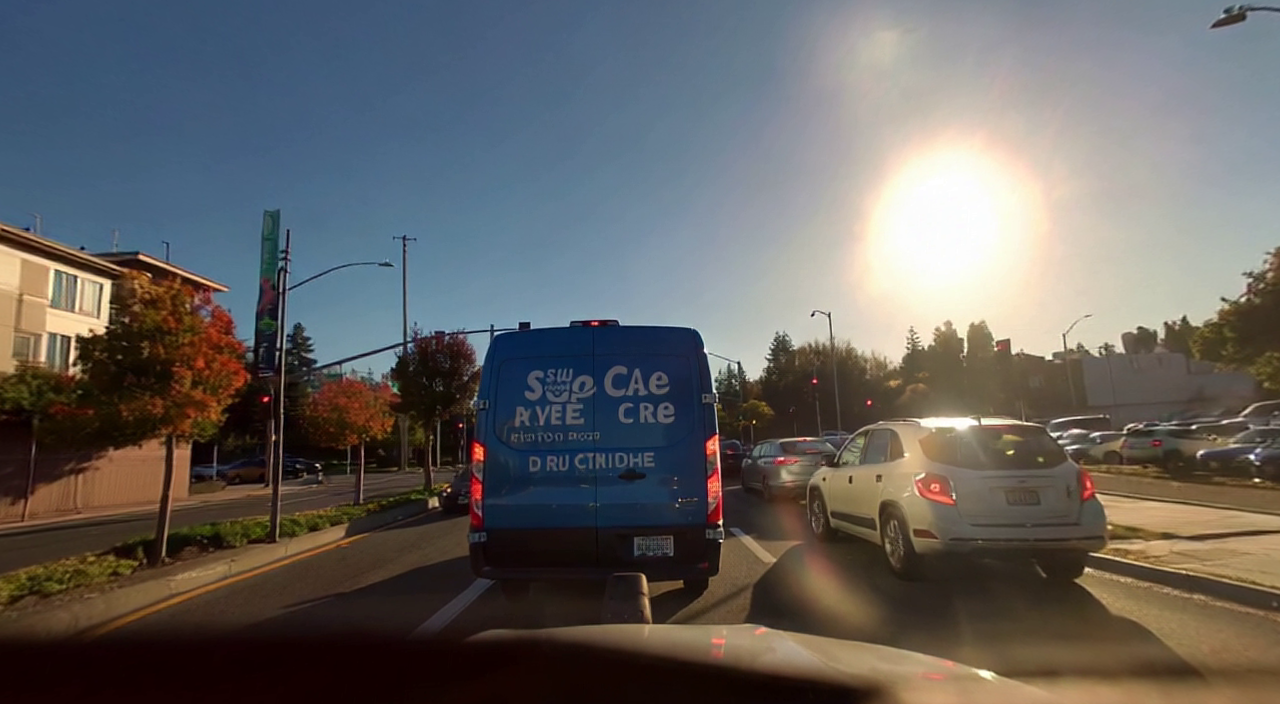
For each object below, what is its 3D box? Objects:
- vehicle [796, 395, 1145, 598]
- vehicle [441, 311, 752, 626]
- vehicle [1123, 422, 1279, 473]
[{"bbox_3d":[3.441,1.587,7.756,1.965,1.771,4.295,0,-8,0],"label":"vehicle"},{"bbox_3d":[-0.301,1.257,7.540,2.422,2.488,4.992,0,-8,1],"label":"vehicle"},{"bbox_3d":[17.193,2.889,19.140,3.491,1.443,1.837,0,-8,0],"label":"vehicle"}]
